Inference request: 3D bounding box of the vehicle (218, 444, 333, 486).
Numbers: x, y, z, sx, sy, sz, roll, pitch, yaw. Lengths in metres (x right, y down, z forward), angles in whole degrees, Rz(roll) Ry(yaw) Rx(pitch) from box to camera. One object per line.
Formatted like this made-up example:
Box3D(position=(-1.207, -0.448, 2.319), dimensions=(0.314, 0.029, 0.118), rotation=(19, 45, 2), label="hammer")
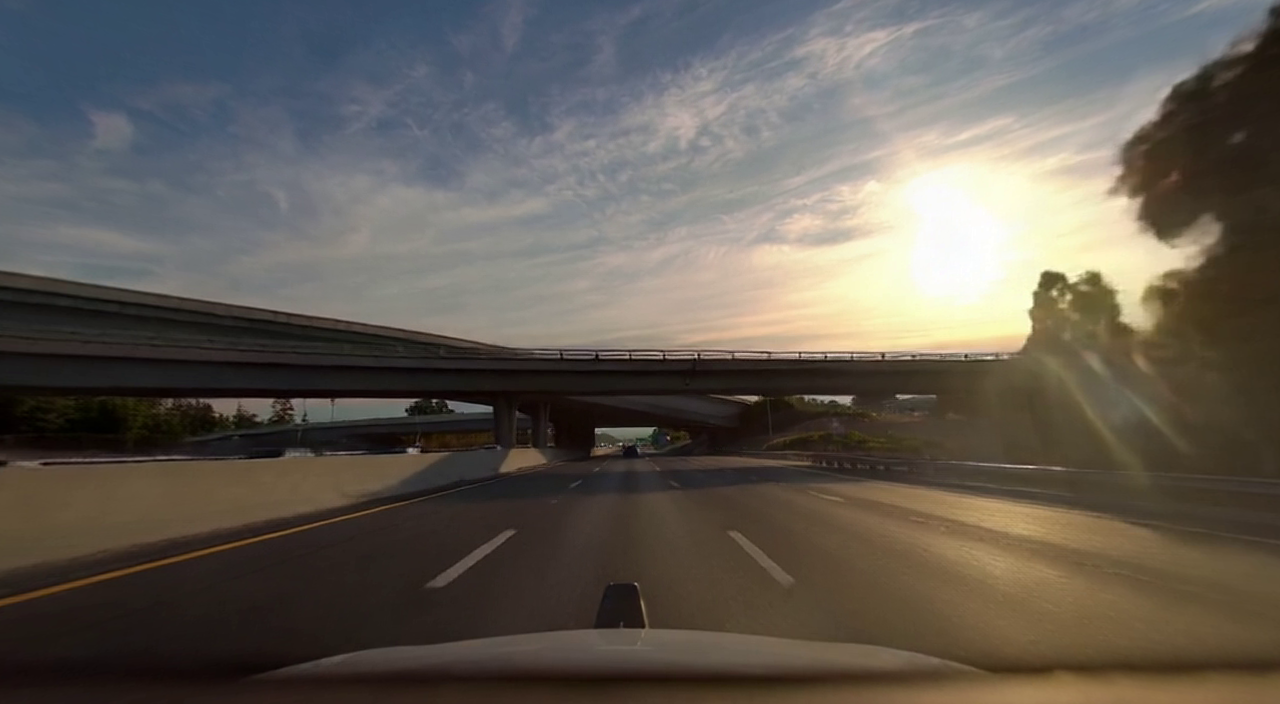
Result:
Box3D(position=(-14.139, 4.380, 24.849), dimensions=(1.916, 1.470, 4.449), rotation=(0, -9, -1), label="vehicle")
